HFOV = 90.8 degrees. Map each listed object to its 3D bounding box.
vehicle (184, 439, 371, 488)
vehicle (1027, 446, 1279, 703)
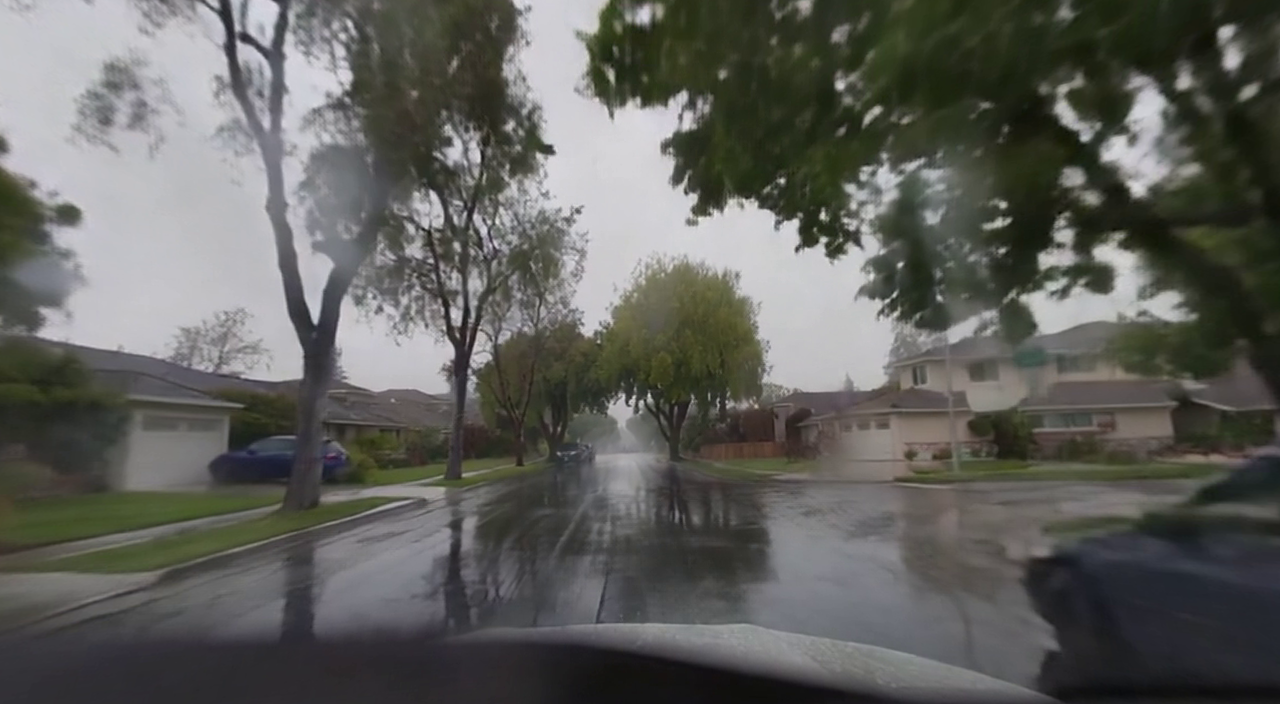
[{"bbox_3d":[-14.152,4.377,25.061,5.863,1.773,2.451,0,-9,-4],"label":"vehicle"},{"bbox_3d":[3.849,1.160,2.775,1.849,1.470,3.807,0,-9,0],"label":"vehicle"}]
